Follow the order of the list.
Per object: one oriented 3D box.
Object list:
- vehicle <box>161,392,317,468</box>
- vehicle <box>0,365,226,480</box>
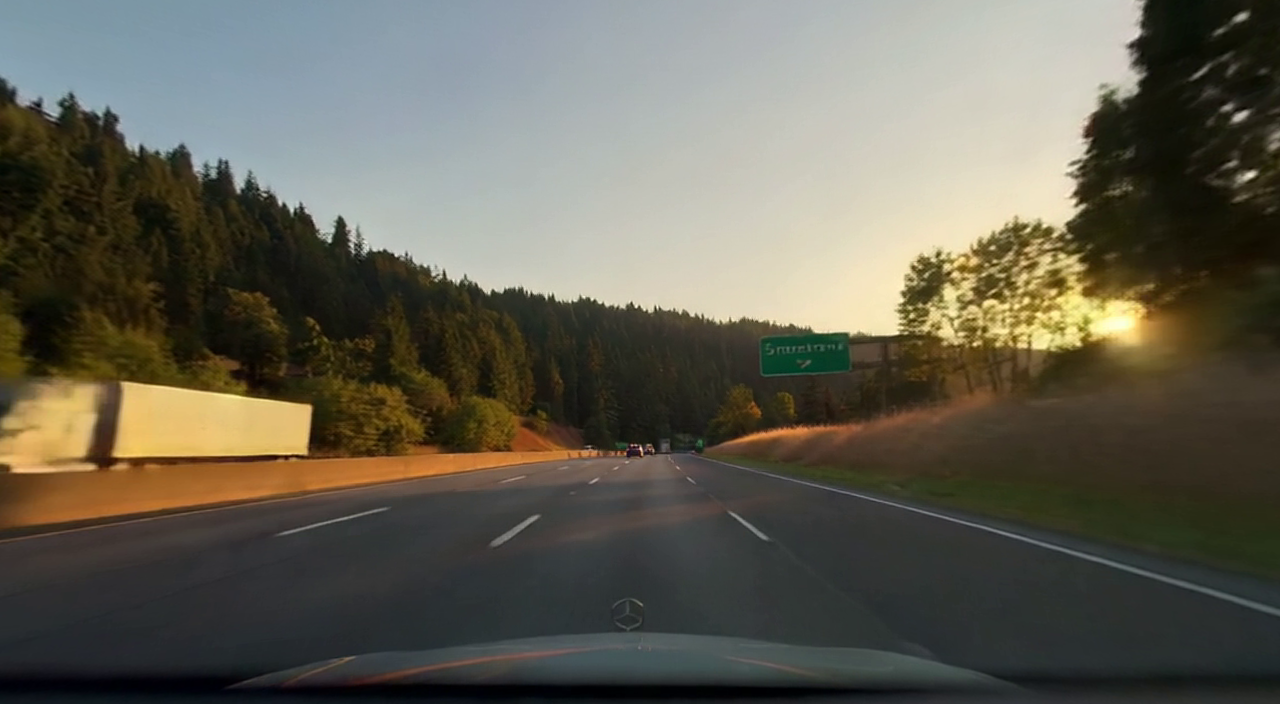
[{"bbox_3d":[-21.772,4.439,35.027,3.124,3.673,8.223,0,-9,0],"label":"vehicle"},{"bbox_3d":[-21.782,3.048,25.498,2.968,3.719,10.272,0,-9,0],"label":"vehicle"}]
